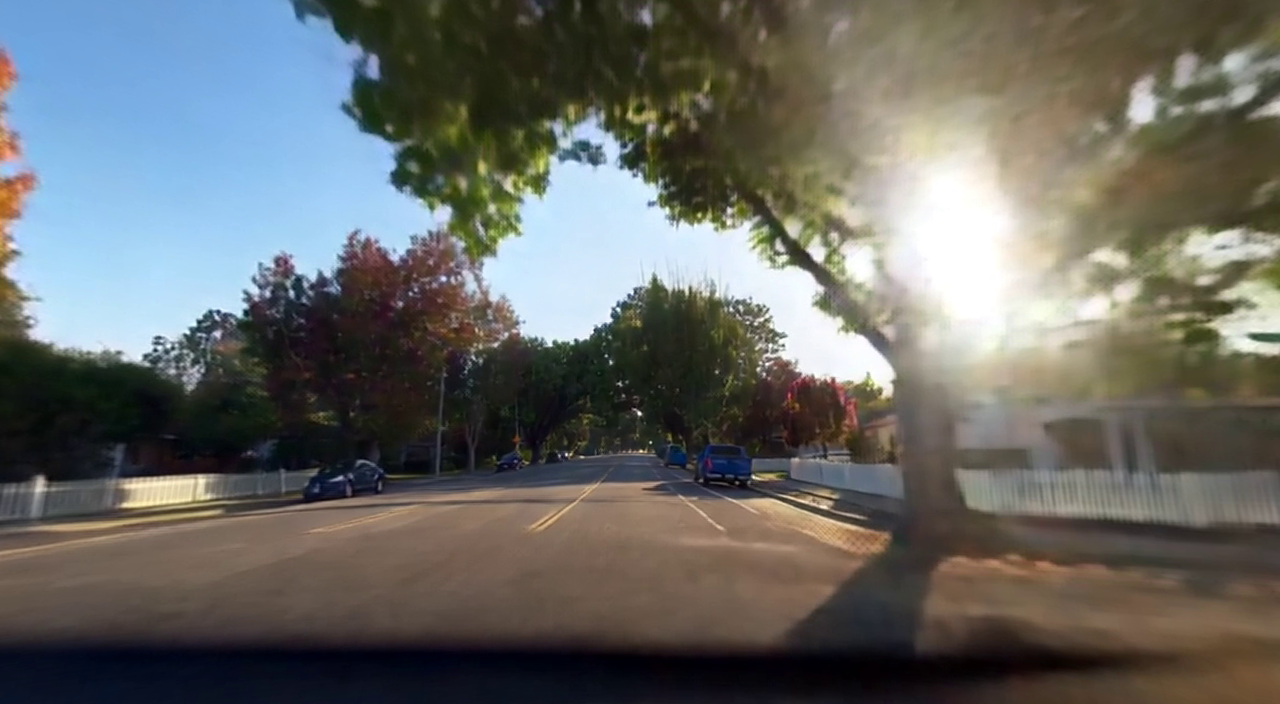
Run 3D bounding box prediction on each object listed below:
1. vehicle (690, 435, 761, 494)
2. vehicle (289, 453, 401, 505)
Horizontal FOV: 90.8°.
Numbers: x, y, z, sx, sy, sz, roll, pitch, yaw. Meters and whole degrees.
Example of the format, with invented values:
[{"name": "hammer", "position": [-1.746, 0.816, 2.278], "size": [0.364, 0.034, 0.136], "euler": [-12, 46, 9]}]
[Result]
[{"name": "vehicle", "position": [3.749, 5.077, 28.818], "size": [2.504, 2.114, 6.073], "euler": [5, -9, 3]}, {"name": "vehicle", "position": [-10.855, 4.667, 23.711], "size": [2.049, 1.527, 4.677], "euler": [-4, -8, -1]}]
